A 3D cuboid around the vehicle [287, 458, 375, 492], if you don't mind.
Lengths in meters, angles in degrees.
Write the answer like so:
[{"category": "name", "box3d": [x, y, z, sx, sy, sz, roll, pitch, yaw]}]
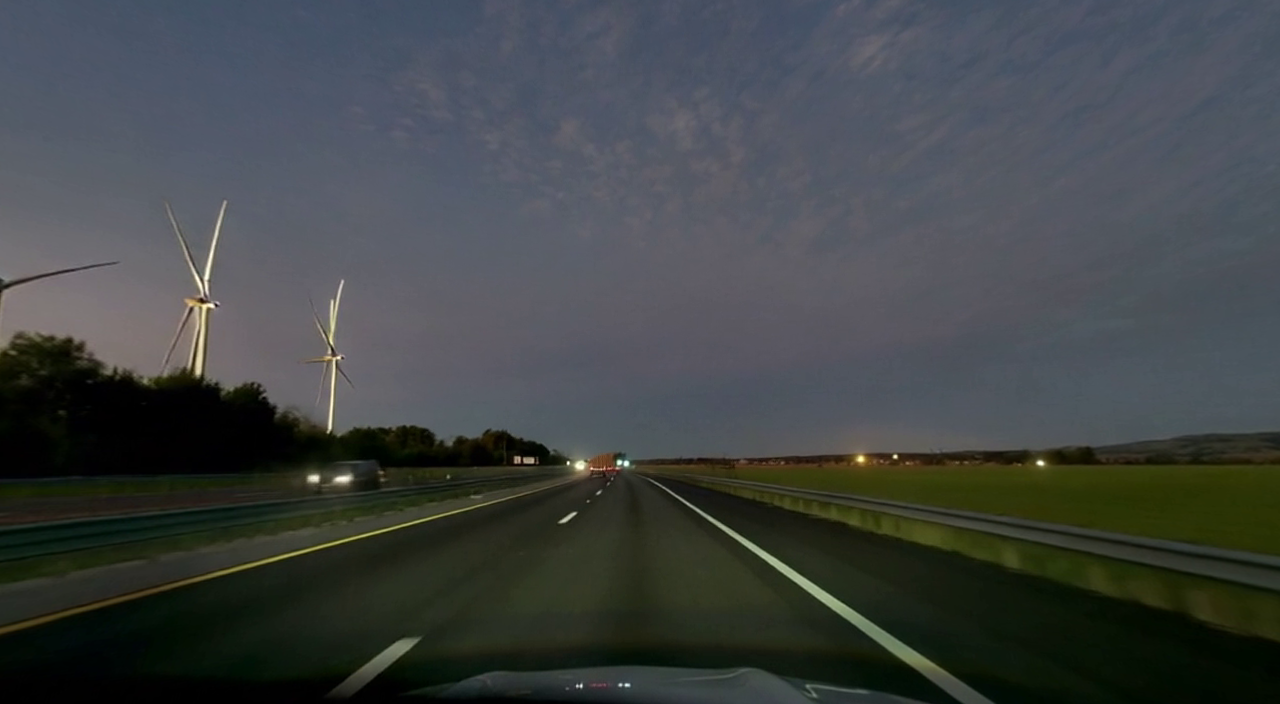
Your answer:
[{"category": "vehicle", "box3d": [-14.844, 5.958, 30.574, 1.979, 1.471, 4.623, 1, -11, -2]}]
